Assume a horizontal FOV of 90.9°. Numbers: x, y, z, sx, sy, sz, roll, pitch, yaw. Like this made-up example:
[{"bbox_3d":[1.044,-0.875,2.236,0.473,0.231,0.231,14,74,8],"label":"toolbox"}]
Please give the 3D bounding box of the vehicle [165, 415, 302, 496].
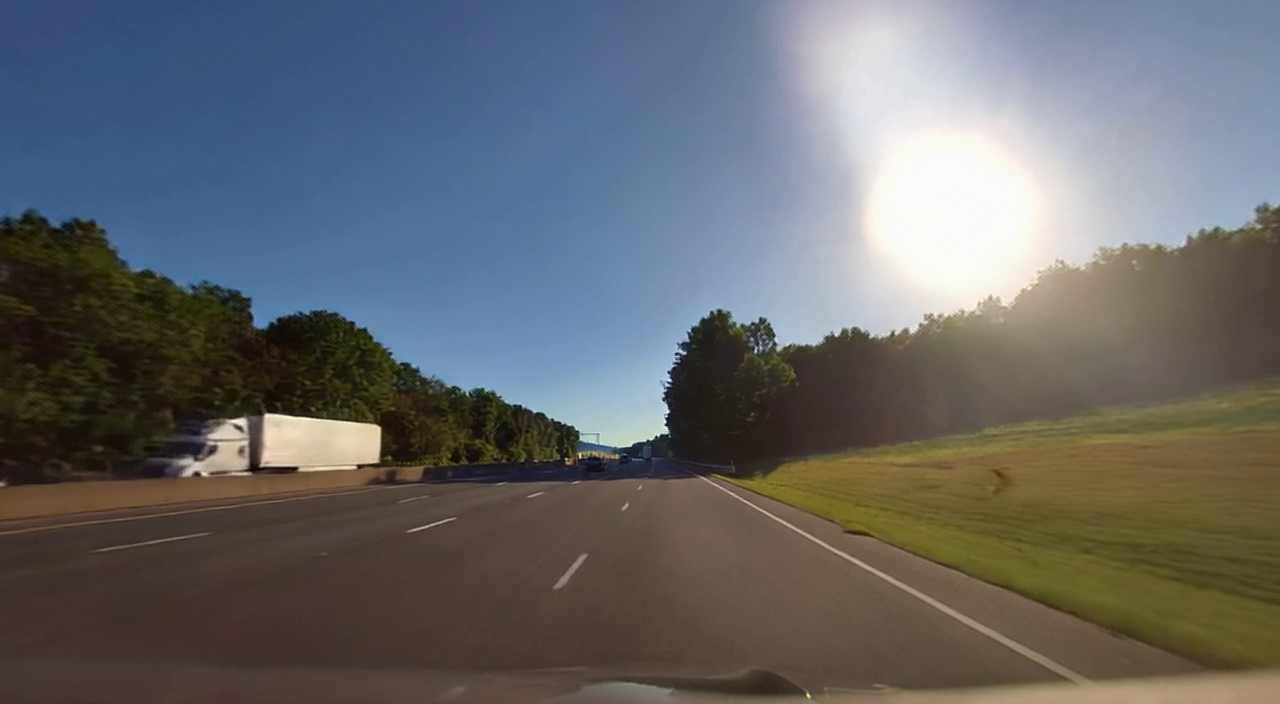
[{"bbox_3d":[-20.951,5.398,32.972,2.894,3.817,5.897,-1,-9,2],"label":"vehicle"}]
